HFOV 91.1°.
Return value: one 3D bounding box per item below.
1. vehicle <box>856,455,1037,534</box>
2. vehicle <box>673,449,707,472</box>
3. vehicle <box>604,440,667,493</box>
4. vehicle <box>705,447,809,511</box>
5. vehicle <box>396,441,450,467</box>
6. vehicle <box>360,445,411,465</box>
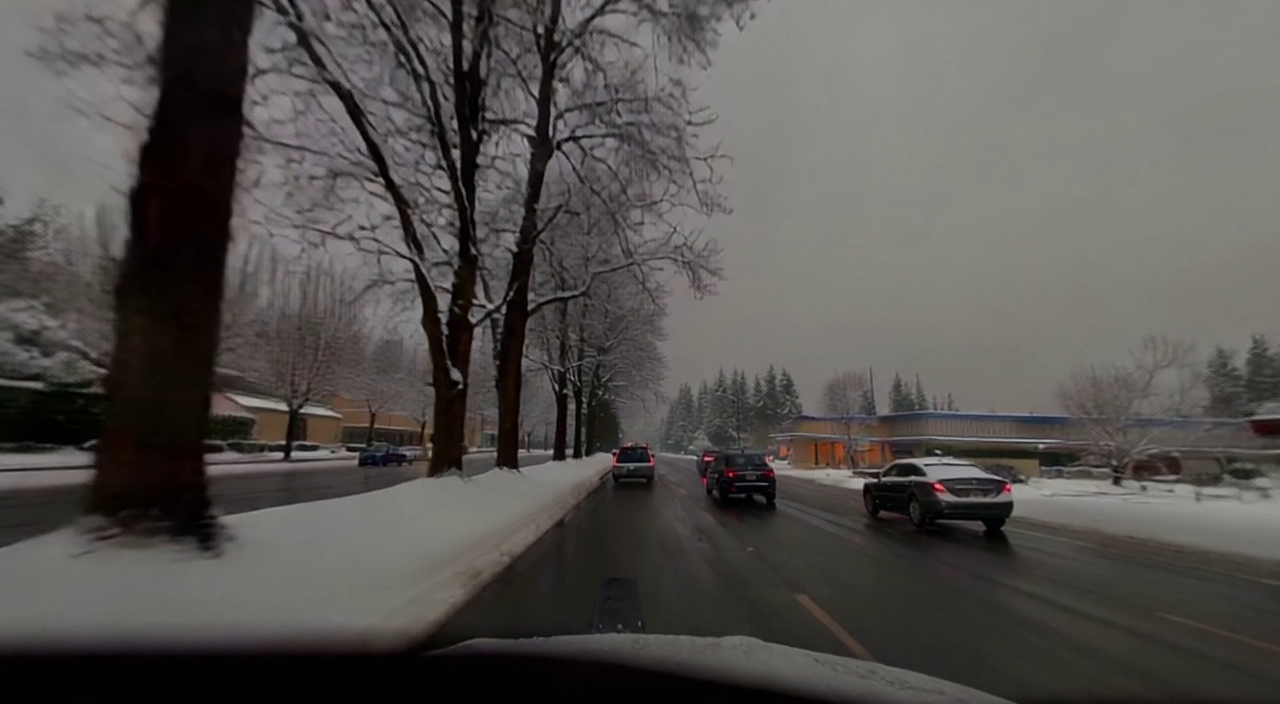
[{"bbox_3d":[6.719,3.131,14.407,1.944,1.458,4.268,0,-9,0],"label":"vehicle"},{"bbox_3d":[3.475,7.616,44.287,2.012,1.462,4.163,0,-9,-1],"label":"vehicle"},{"bbox_3d":[-0.145,3.946,22.026,2.008,1.674,4.239,0,-9,0],"label":"vehicle"},{"bbox_3d":[3.035,3.356,17.191,1.932,1.510,4.168,0,-9,-1],"label":"vehicle"},{"bbox_3d":[-15.479,7.268,44.979,2.100,1.708,4.567,0,-9,2],"label":"vehicle"},{"bbox_3d":[-18.961,7.696,47.034,1.905,1.428,4.637,0,-9,0],"label":"vehicle"}]
